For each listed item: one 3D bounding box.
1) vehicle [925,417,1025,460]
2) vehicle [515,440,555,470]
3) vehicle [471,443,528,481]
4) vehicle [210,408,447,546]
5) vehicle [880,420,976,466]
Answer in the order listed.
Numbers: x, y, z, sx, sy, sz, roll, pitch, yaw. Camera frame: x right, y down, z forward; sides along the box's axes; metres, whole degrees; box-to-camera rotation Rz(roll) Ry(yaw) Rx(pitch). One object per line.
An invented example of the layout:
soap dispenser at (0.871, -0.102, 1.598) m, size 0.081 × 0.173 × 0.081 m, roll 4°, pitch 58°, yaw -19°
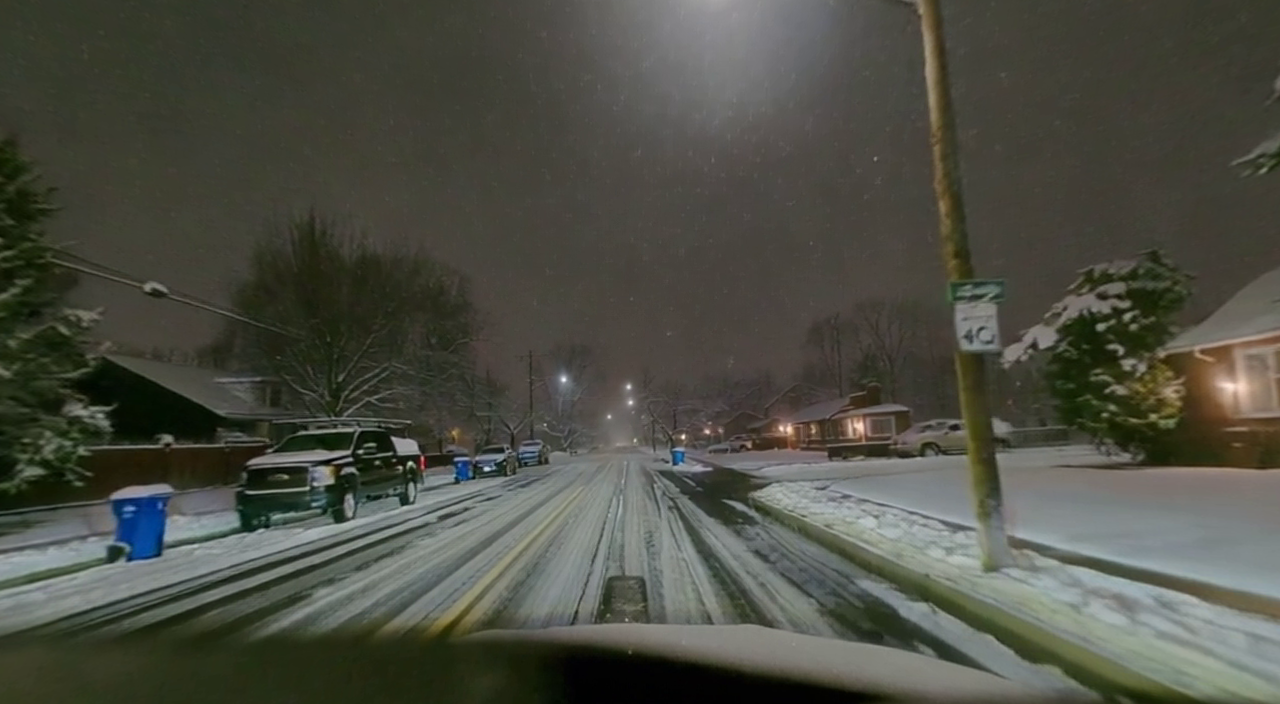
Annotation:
vehicle at (14.545, 3.830, 27.697) m, size 1.915 × 1.740 × 4.309 m, roll 1°, pitch -9°, yaw -1°
vehicle at (-7.393, 7.251, 44.670) m, size 2.169 × 1.871 × 4.762 m, roll -3°, pitch -7°, yaw -3°
vehicle at (-6.917, 5.449, 31.501) m, size 1.945 × 1.530 × 4.430 m, roll -4°, pitch -7°, yaw -3°
vehicle at (-6.427, 2.479, 14.105) m, size 2.223 × 2.115 × 5.707 m, roll 5°, pitch -4°, yaw 1°
vehicle at (12.446, 3.951, 27.619) m, size 1.936 × 1.687 × 4.714 m, roll -5°, pitch -7°, yaw 0°
